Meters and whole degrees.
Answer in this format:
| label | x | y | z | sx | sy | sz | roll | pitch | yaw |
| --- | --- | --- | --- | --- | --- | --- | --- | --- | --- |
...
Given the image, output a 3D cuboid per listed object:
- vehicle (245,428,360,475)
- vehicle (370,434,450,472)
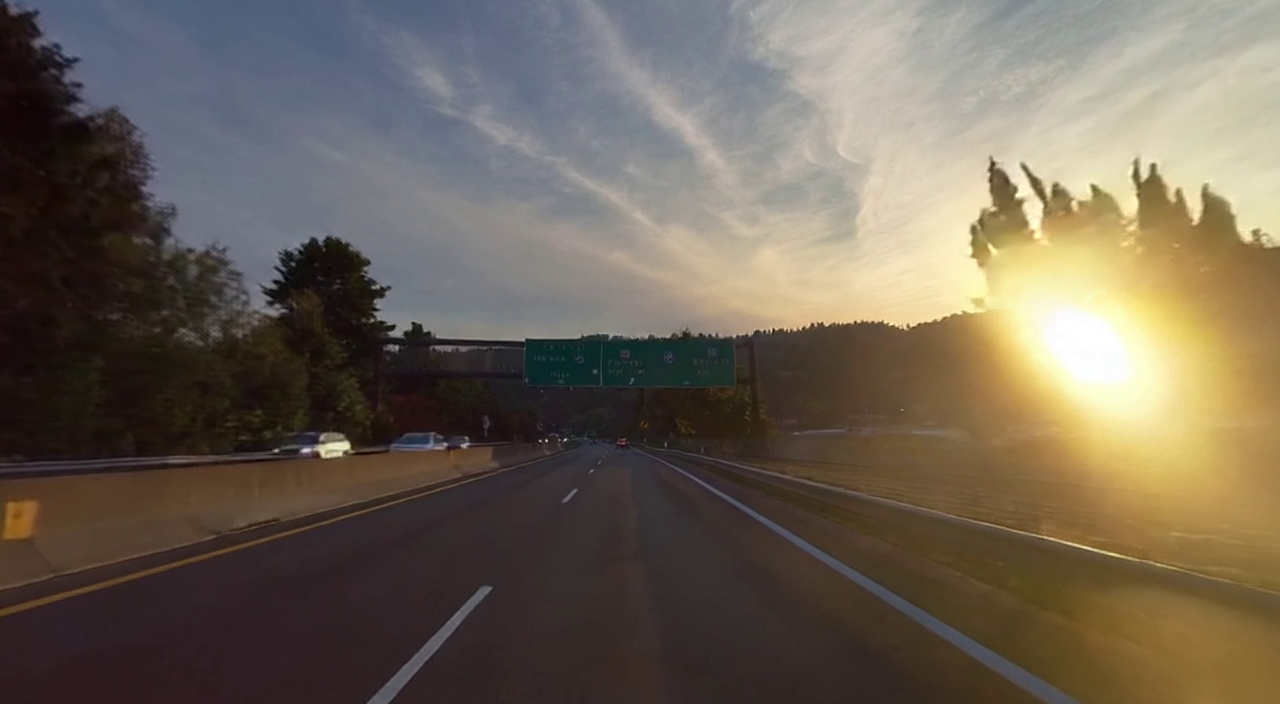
| label | x | y | z | sx | sy | sz | roll | pitch | yaw |
| --- | --- | --- | --- | --- | --- | --- | --- | --- | --- |
| vehicle | -12.504 | 3.690 | 23.746 | 1.971 | 1.581 | 4.317 | 0 | -8 | 0 |
| vehicle | -9.500 | 4.177 | 26.401 | 1.911 | 1.465 | 3.948 | 0 | -8 | -1 |
